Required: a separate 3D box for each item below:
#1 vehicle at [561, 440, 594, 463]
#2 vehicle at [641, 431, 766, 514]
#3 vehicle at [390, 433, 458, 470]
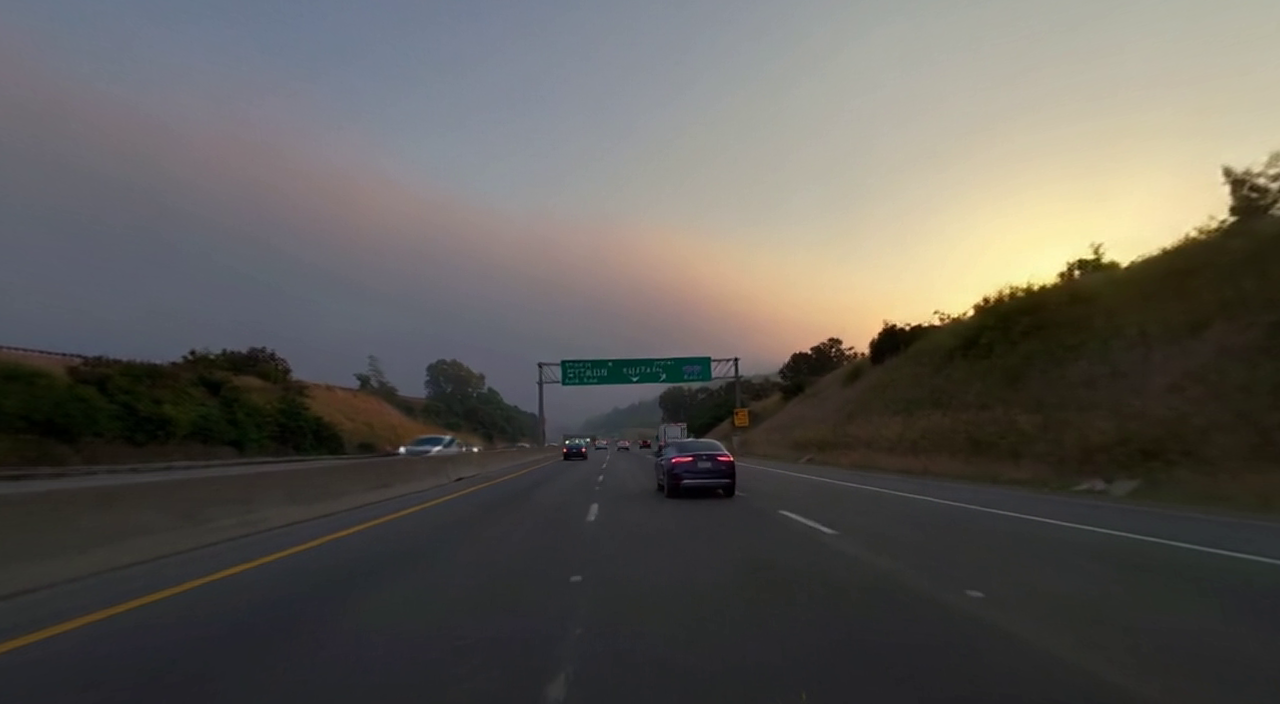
[{"bbox_3d":[-4.252,6.851,43.699,2.055,1.466,4.317,0,-8,-3],"label":"vehicle"},{"bbox_3d":[1.181,2.548,14.054,1.961,1.495,4.743,1,-8,-4],"label":"vehicle"},{"bbox_3d":[-11.569,5.337,34.174,2.083,1.845,5.012,0,-8,-2],"label":"vehicle"}]
